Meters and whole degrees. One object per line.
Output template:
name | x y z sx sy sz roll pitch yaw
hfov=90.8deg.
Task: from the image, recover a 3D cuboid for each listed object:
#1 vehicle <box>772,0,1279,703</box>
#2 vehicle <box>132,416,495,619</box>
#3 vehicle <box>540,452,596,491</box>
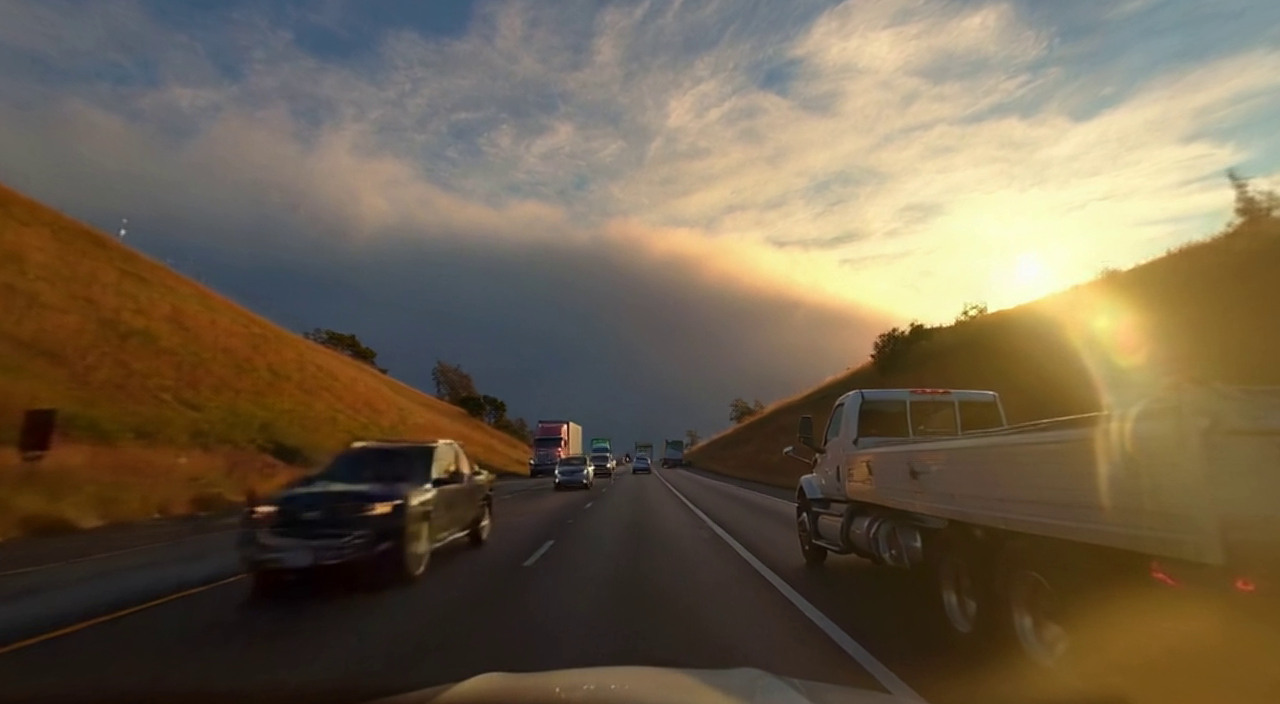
vehicle | 3.231 0.251 5.121 2.959 3.973 5.928 0 -9 0
vehicle | -3.212 1.709 7.409 2.008 1.671 4.126 0 -9 0
vehicle | -3.158 5.283 28.295 2.005 1.598 3.684 0 -9 1
